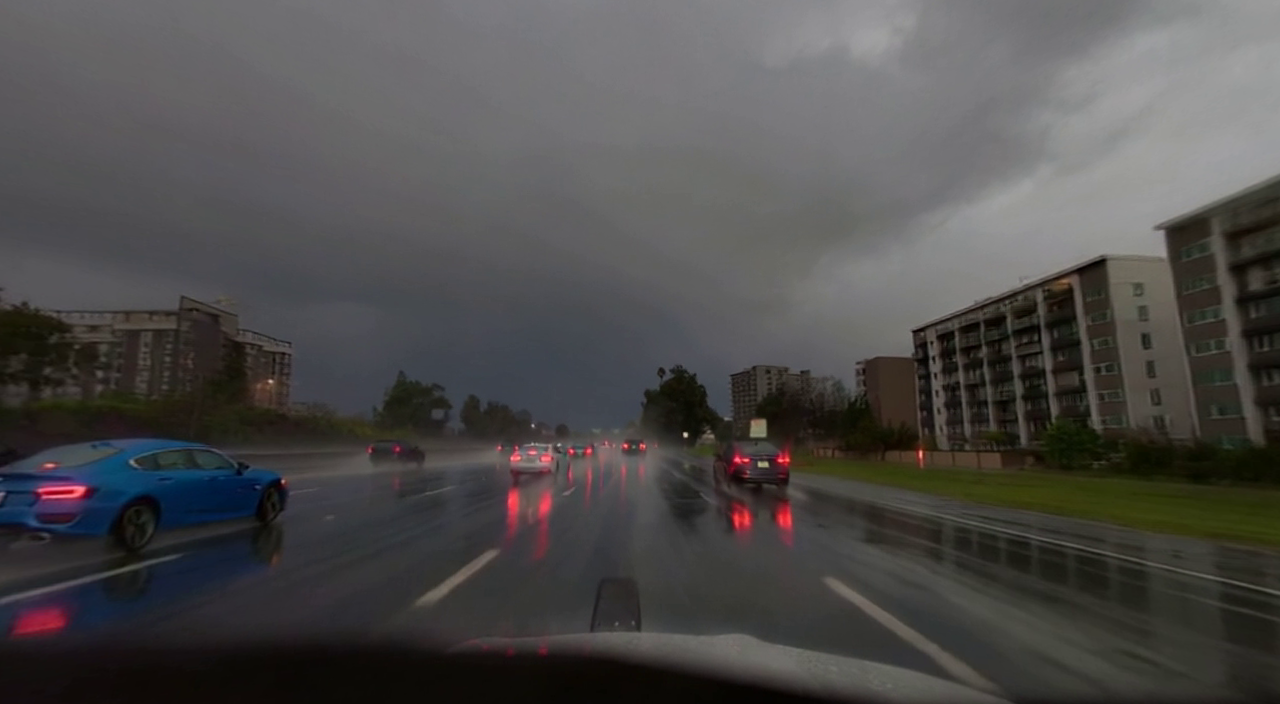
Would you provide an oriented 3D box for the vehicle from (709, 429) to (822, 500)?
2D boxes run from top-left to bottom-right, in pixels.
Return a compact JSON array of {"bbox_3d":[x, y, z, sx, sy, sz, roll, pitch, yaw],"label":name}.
[{"bbox_3d":[3.223,2.981,17.193,2.061,1.658,4.417,0,-8,-1],"label":"vehicle"}]

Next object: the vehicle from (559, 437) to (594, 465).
[{"bbox_3d":[-4.371,6.886,44.076,2.044,1.774,4.329,0,-8,0],"label":"vehicle"}]

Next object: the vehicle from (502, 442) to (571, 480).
[{"bbox_3d":[-4.140,4.416,25.961,2.124,1.426,4.444,0,-8,0],"label":"vehicle"}]

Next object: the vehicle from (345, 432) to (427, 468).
[{"bbox_3d":[-15.357,5.981,38.693,2.396,1.999,6.333,0,-8,0],"label":"vehicle"}]

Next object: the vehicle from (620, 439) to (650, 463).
[{"bbox_3d":[-0.396,7.199,45.957,2.053,1.650,3.945,0,-8,-1],"label":"vehicle"}]

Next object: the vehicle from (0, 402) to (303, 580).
[{"bbox_3d":[-7.198,1.760,8.921,2.086,1.776,5.080,0,-8,0],"label":"vehicle"}]
